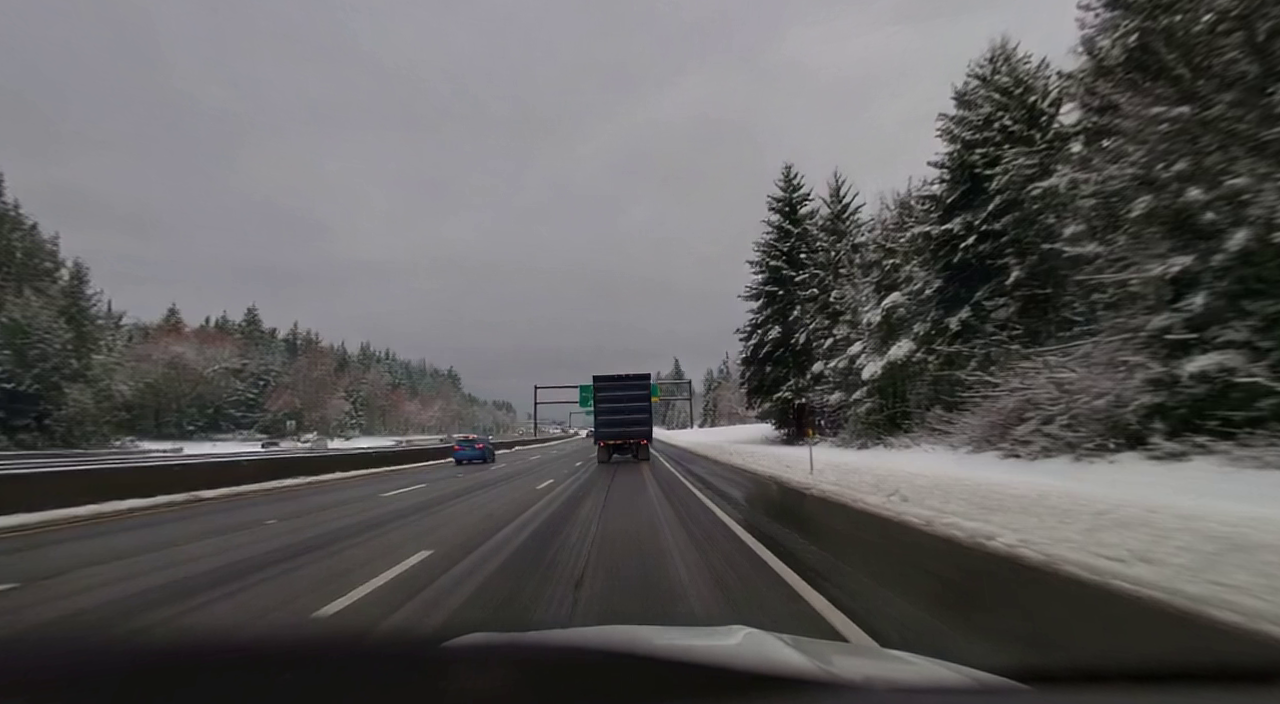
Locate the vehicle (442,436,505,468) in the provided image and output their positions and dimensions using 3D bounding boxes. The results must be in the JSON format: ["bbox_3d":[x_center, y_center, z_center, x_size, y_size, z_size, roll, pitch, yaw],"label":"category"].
[{"bbox_3d":[-8.038,4.815,30.705,1.949,1.437,4.296,0,-8,-1],"label":"vehicle"}]

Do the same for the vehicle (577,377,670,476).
[{"bbox_3d":[-0.736,3.450,28.089,3.033,3.223,14.836,0,-8,-2],"label":"vehicle"}]
